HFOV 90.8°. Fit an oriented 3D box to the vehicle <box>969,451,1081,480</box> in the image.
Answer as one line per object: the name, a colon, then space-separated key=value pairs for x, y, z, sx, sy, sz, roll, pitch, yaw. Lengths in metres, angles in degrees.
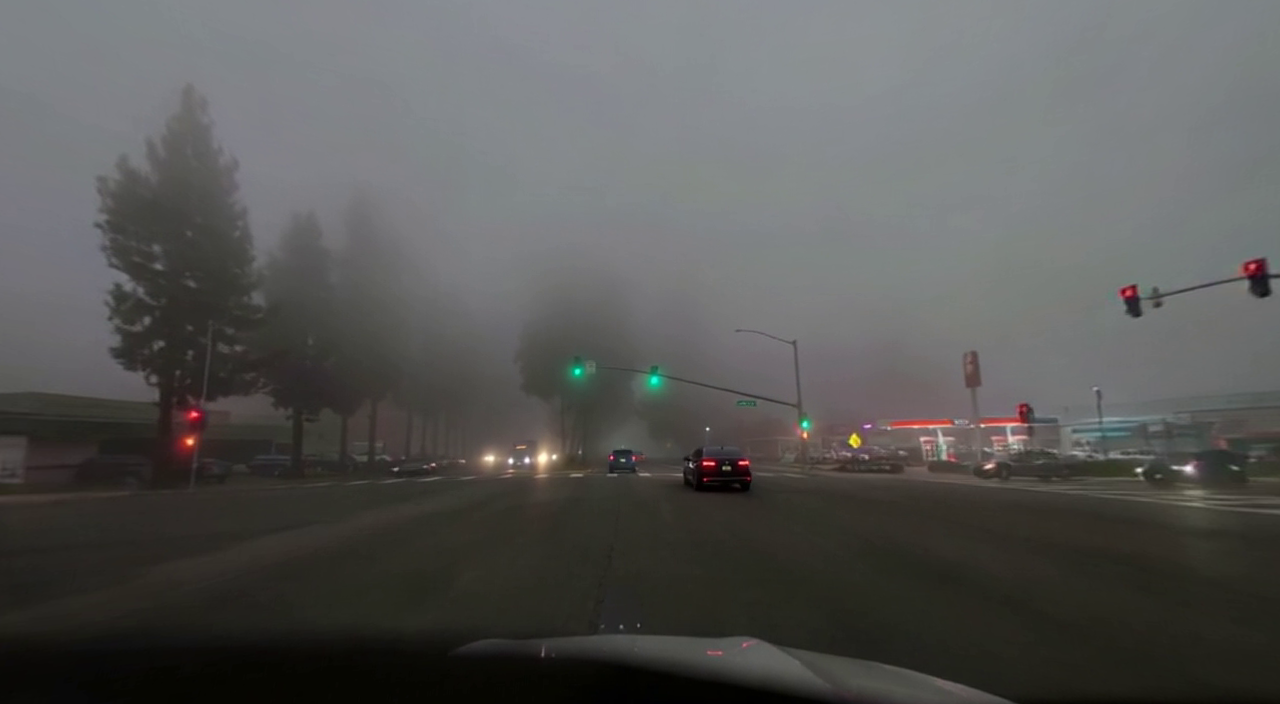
vehicle: x=20.610 y=6.083 z=33.983 sx=4.637 sy=1.443 sz=2.050 roll=0 pitch=-8 yaw=0

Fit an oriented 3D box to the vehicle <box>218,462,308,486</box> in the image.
vehicle: x=-23.621 y=7.628 z=39.679 sx=4.428 sy=1.416 sz=1.759 roll=0 pitch=-9 yaw=-1

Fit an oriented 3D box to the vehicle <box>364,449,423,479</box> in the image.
vehicle: x=-17.347 y=7.876 z=44.778 sx=2.191 sy=1.926 sz=5.787 roll=1 pitch=-9 yaw=-4

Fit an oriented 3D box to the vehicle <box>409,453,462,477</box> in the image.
vehicle: x=-14.091 y=7.797 z=43.859 sx=2.186 sy=1.532 sz=5.087 roll=0 pitch=-9 yaw=-2

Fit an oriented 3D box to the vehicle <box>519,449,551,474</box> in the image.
vehicle: x=-7.048 y=7.269 z=42.124 sx=1.972 sy=1.466 sz=4.493 roll=2 pitch=-8 yaw=-11

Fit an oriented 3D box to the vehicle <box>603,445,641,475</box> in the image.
vehicle: x=-1.091 y=6.165 z=36.271 sx=2.029 sy=1.605 sz=3.827 roll=1 pitch=-9 yaw=-3

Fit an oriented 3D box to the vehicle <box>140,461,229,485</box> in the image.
vehicle: x=-30.136 y=8.024 z=41.901 sx=4.323 sy=1.445 sz=2.002 roll=1 pitch=-9 yaw=-2

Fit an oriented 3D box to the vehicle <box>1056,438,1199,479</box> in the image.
vehicle: x=22.365 y=4.899 z=29.102 sx=4.950 sy=1.760 sz=2.213 roll=1 pitch=-9 yaw=-8

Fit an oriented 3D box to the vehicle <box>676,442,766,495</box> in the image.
vehicle: x=2.447 y=3.696 z=20.378 sx=2.061 sy=1.487 sz=4.462 roll=1 pitch=-9 yaw=-3

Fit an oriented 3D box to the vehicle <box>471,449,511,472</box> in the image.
vehicle: x=-10.739 y=7.830 z=45.745 sx=2.165 sy=1.557 sz=4.515 roll=1 pitch=-9 yaw=-5
